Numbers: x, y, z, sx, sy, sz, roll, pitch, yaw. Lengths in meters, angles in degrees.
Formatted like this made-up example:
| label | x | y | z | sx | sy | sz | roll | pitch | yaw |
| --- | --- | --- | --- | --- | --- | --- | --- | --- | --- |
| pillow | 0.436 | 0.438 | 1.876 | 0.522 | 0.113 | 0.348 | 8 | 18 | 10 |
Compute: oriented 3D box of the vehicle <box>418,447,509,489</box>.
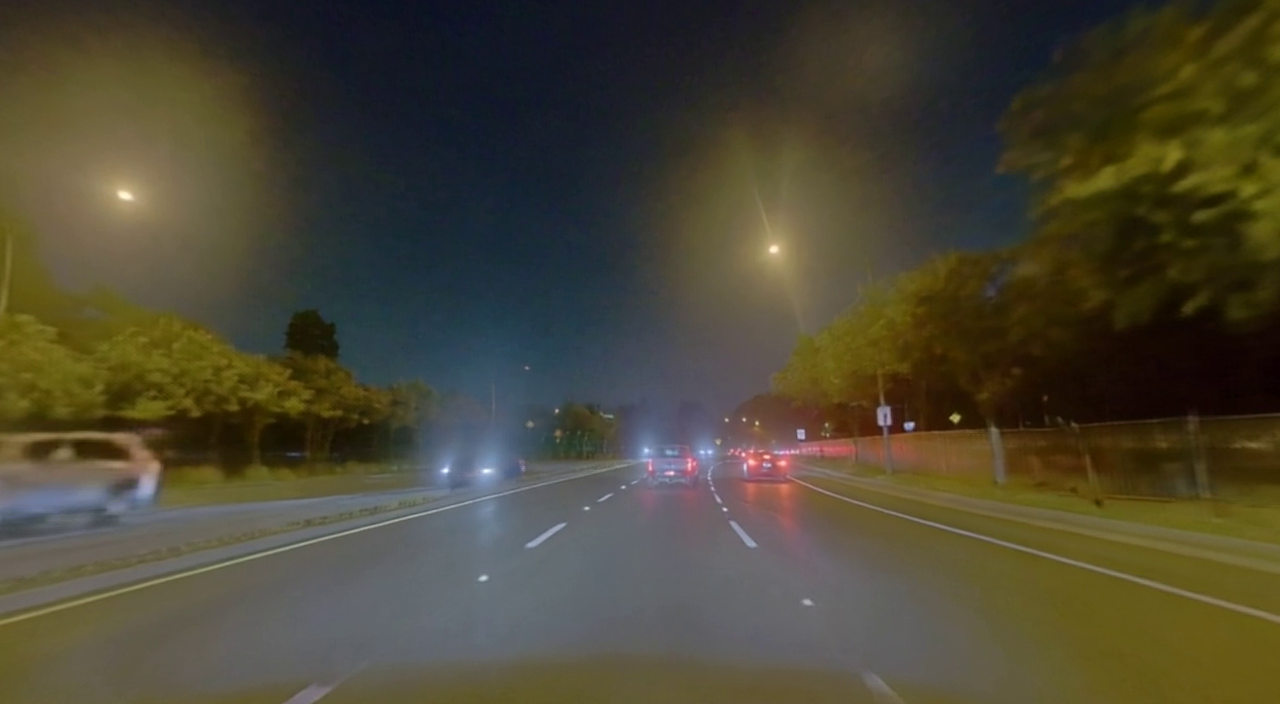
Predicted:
| label | x | y | z | sx | sy | sz | roll | pitch | yaw |
| --- | --- | --- | --- | --- | --- | --- | --- | --- | --- |
| vehicle | -6.785 | 4.484 | 24.889 | 1.933 | 1.472 | 4.482 | -1 | -9 | 6 |

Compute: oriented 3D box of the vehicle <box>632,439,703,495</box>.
| label | x | y | z | sx | sy | sz | roll | pitch | yaw |
| --- | --- | --- | --- | --- | --- | --- | --- | --- | --- |
| vehicle | 1.041 | 3.868 | 21.620 | 2.105 | 1.676 | 4.541 | -1 | -9 | 6 |

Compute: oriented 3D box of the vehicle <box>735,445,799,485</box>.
| label | x | y | z | sx | sy | sz | roll | pitch | yaw |
| --- | --- | --- | --- | --- | --- | --- | --- | --- | --- |
| vehicle | 5.089 | 4.560 | 25.901 | 2.147 | 1.474 | 4.083 | -1 | -8 | 5 |

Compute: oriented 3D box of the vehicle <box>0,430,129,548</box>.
| label | x | y | z | sx | sy | sz | roll | pitch | yaw |
| --- | --- | --- | --- | --- | --- | --- | --- | --- | --- |
| vehicle | -10.805 | 2.075 | 9.502 | 2.329 | 1.757 | 4.464 | -1 | -8 | 2 |
